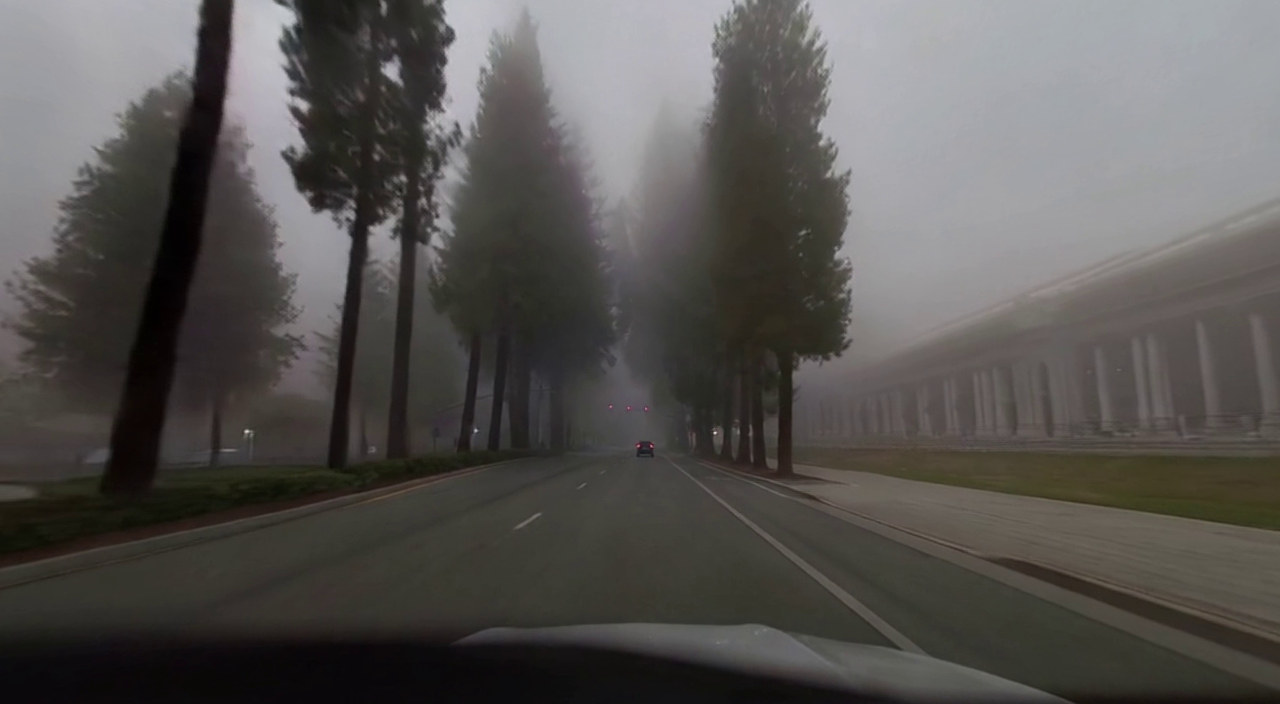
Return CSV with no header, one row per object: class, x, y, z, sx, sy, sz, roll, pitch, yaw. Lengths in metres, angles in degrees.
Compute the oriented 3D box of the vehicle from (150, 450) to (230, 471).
vehicle,-32.435,7.801,45.461,4.397,1.454,1.803,0,-9,3
